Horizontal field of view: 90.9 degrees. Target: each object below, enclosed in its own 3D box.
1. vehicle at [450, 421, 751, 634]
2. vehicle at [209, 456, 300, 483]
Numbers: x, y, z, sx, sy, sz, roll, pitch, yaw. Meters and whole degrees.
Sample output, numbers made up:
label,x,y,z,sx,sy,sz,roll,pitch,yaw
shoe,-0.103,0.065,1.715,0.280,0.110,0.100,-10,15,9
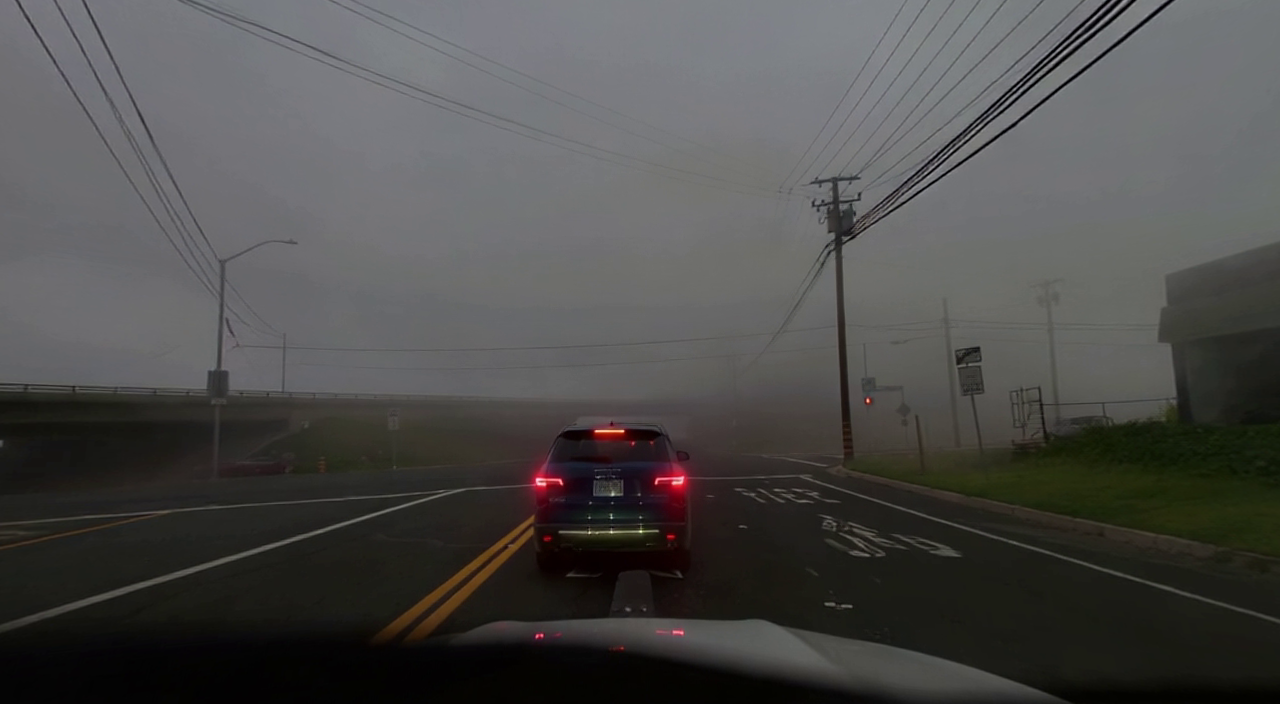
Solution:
label,x,y,z,sx,sy,sz,roll,pitch,yaw
vehicle,-0.239,1.529,6.467,2.090,1.458,4.033,-1,-9,1
vehicle,-24.783,7.538,40.635,1.808,1.539,4.600,-8,-11,40
